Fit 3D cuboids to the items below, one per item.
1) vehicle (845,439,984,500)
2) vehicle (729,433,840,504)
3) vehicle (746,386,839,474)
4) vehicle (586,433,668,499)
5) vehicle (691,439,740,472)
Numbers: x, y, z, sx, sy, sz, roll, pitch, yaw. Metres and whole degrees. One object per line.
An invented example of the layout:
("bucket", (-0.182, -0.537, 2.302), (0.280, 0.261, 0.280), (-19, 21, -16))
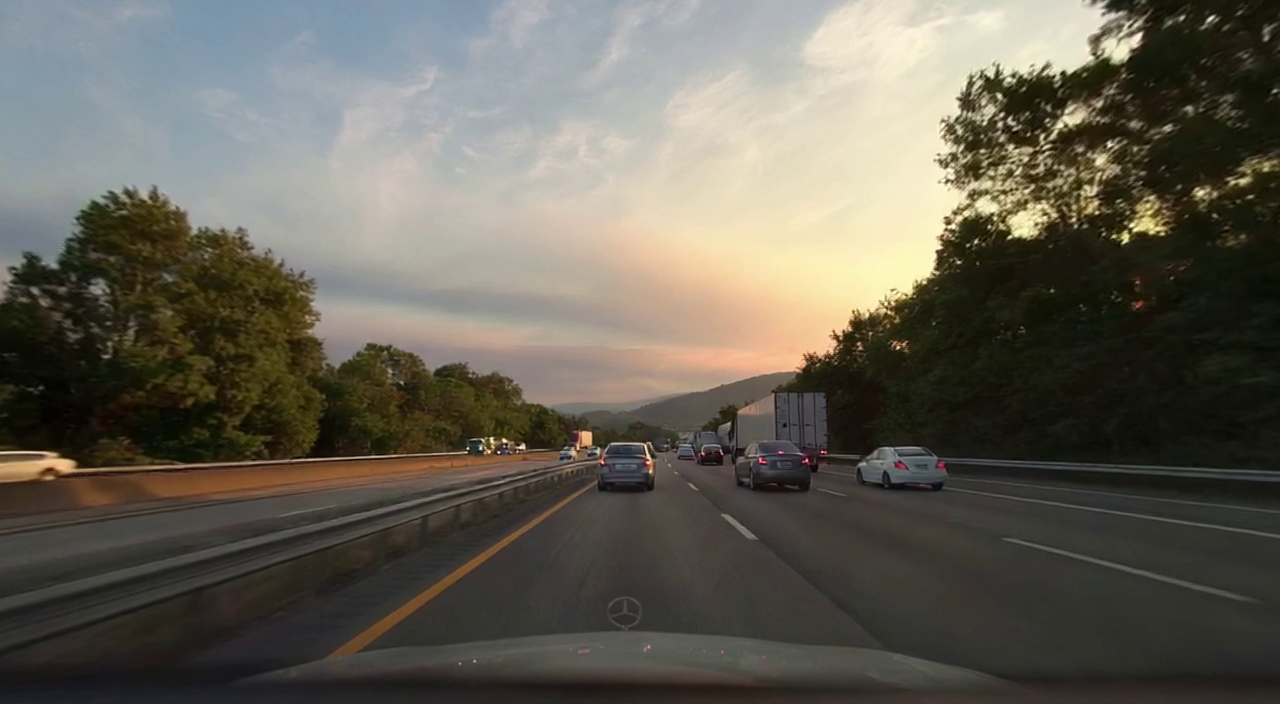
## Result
("vehicle", (7.406, 3.198, 17.548), (1.951, 1.467, 4.173), (0, -9, 0))
("vehicle", (3.609, 2.989, 16.521), (1.920, 1.594, 3.867), (0, -9, -1))
("vehicle", (7.749, 4.238, 33.487), (2.823, 4.063, 8.485), (0, -9, 0))
("vehicle", (-0.309, 3.135, 17.594), (2.023, 1.618, 3.628), (0, -9, 1))
("vehicle", (4.051, 5.649, 34.511), (2.150, 1.632, 4.260), (0, -9, 0))
